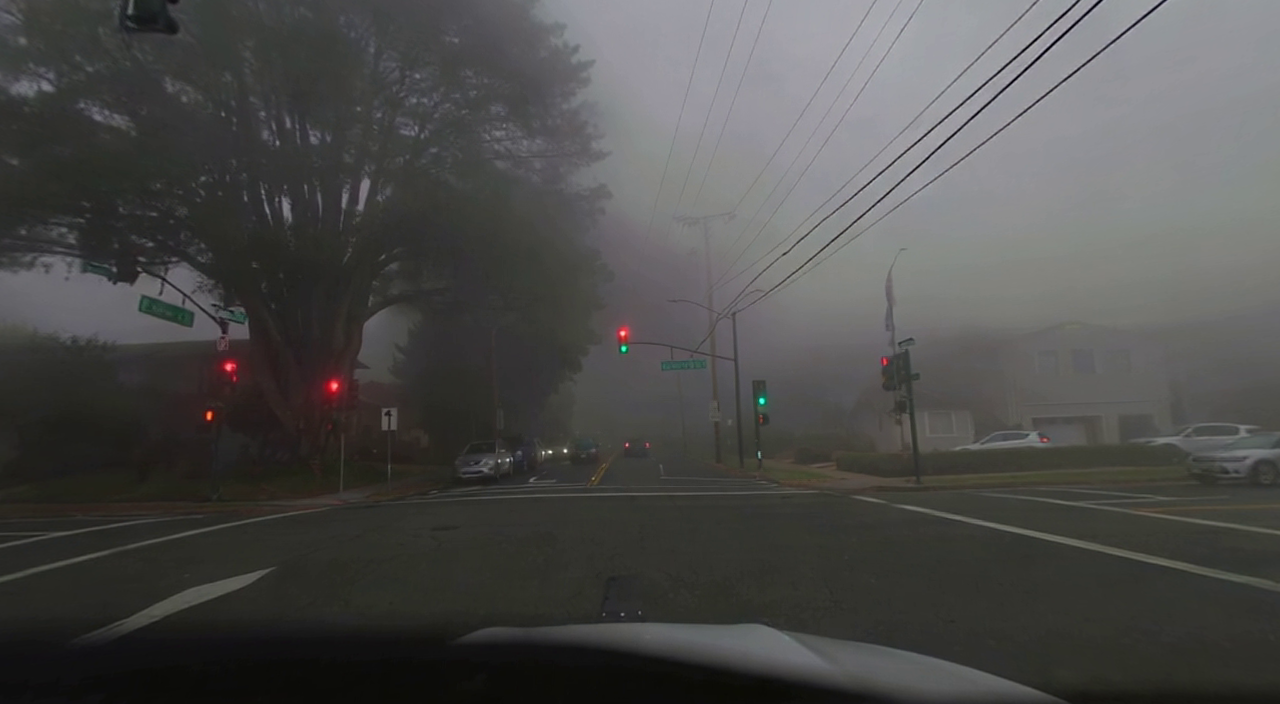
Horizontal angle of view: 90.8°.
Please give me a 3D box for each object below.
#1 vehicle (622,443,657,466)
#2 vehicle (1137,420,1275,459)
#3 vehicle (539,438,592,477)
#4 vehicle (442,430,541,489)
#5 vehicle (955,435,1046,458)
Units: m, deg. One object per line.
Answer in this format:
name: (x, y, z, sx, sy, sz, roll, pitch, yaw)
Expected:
vehicle: (-0.102, 6.977, 43.279, 2.056, 1.493, 4.535, 0, -9, -4)
vehicle: (33.255, 5.164, 37.251, 5.969, 2.149, 2.331, 0, -9, -4)
vehicle: (-3.646, 5.280, 31.911, 2.120, 1.783, 4.788, 0, -9, -1)
vehicle: (-6.500, 4.834, 28.951, 2.896, 2.339, 7.322, 0, -9, -1)
vehicle: (24.968, 6.549, 43.847, 5.172, 1.515, 1.851, 0, -9, -2)
